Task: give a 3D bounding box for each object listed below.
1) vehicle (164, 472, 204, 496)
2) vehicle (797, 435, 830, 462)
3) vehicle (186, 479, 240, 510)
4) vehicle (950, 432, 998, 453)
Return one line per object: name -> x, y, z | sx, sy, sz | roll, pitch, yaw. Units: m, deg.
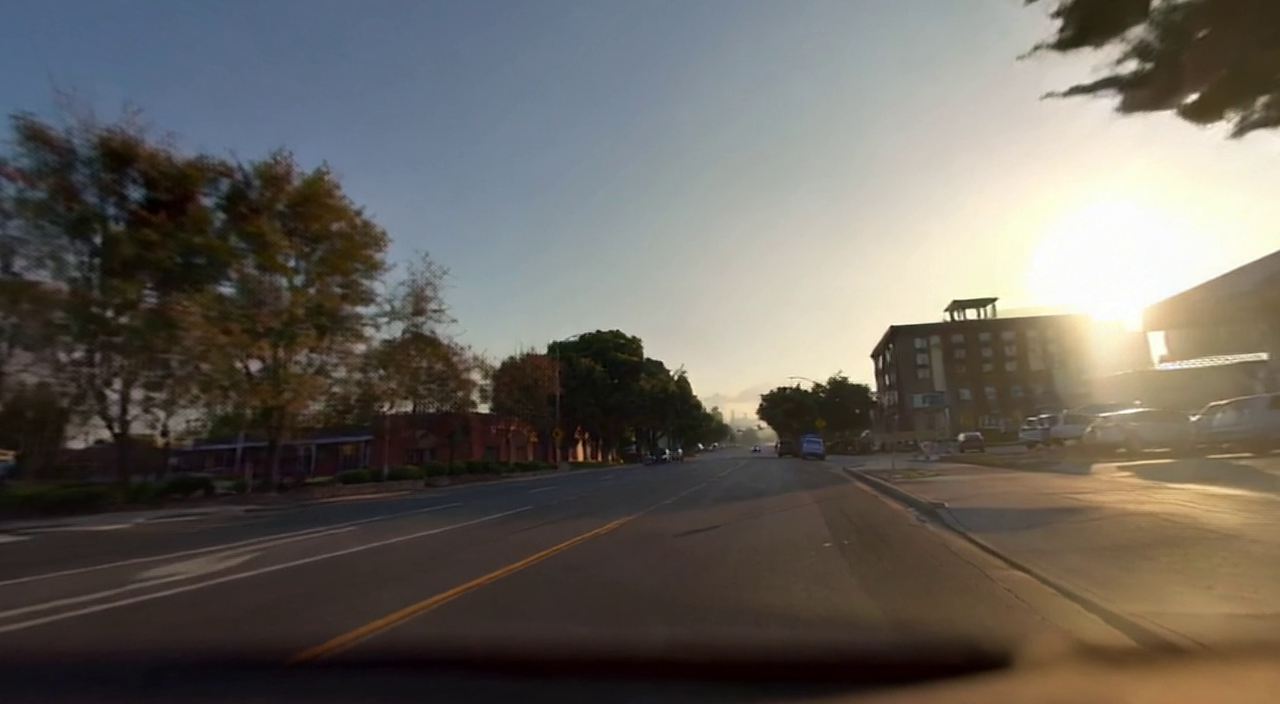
vehicle -> -33.181, 9.566, 45.883 | 1.776, 1.507, 3.929 | 8, -12, -42
vehicle -> 12.908, 7.207, 47.057 | 2.194, 1.896, 5.049 | -3, -9, 14
vehicle -> -24.405, 8.050, 35.993 | 1.837, 1.460, 4.672 | 6, -12, -41
vehicle -> 23.043, 6.292, 43.754 | 1.919, 1.411, 4.440 | -3, -9, 15
